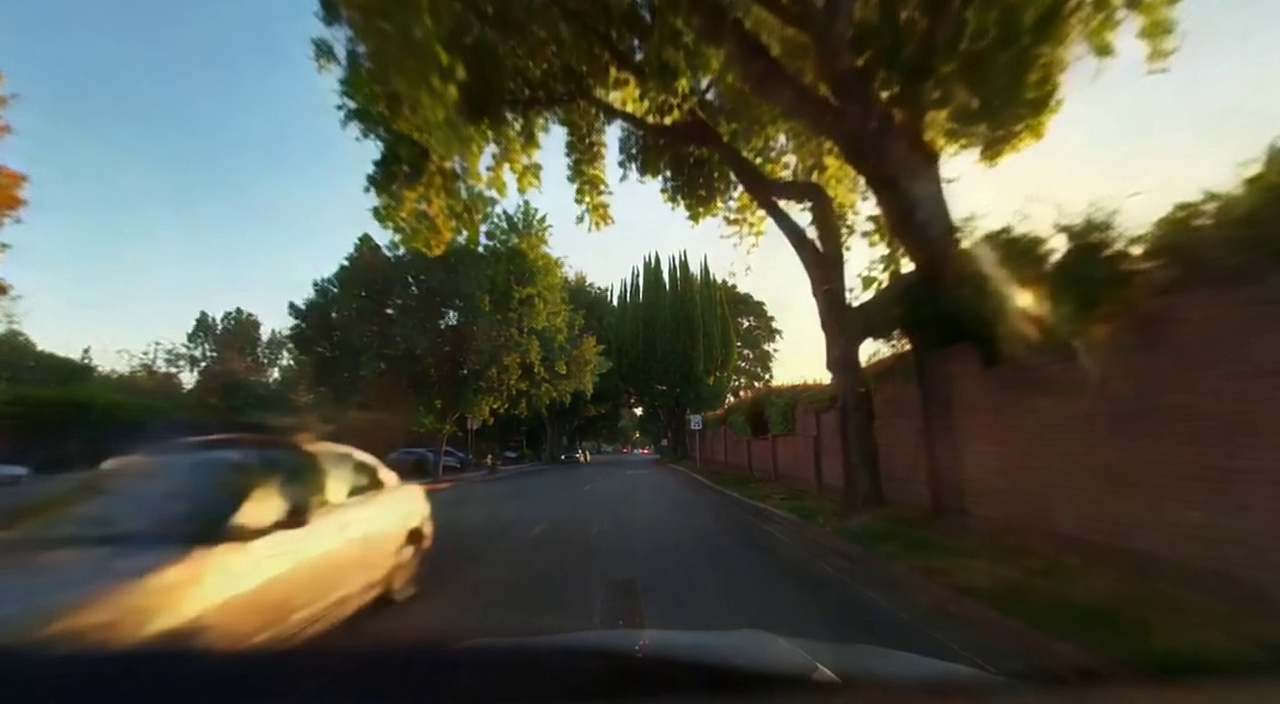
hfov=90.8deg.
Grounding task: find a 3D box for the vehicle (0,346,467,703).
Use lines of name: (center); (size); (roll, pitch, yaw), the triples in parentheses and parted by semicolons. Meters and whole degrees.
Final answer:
vehicle: (-2.819, 1.151, 4.306); (2.047, 1.725, 4.288); (0, -8, 0)
